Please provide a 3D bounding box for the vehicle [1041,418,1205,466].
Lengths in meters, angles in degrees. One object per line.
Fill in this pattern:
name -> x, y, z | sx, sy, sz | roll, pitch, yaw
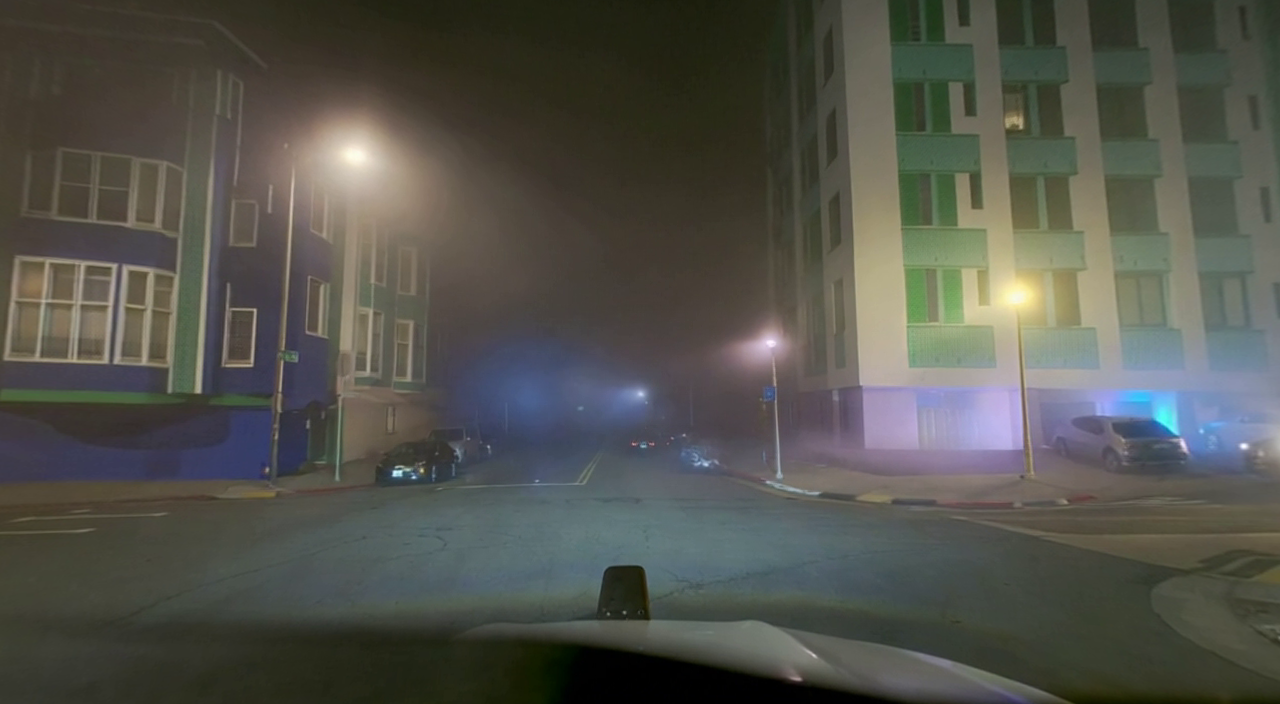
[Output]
vehicle -> 15.323, 2.881, 20.145 | 3.752, 1.453, 1.709 | 0, -9, 2

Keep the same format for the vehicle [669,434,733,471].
vehicle -> 2.506, 4.311, 27.134 | 2.290, 1.456, 4.503 | 0, -8, -1

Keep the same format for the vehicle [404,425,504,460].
vehicle -> -11.425, 5.593, 38.880 | 5.540, 1.950, 2.113 | 4, -12, -28
